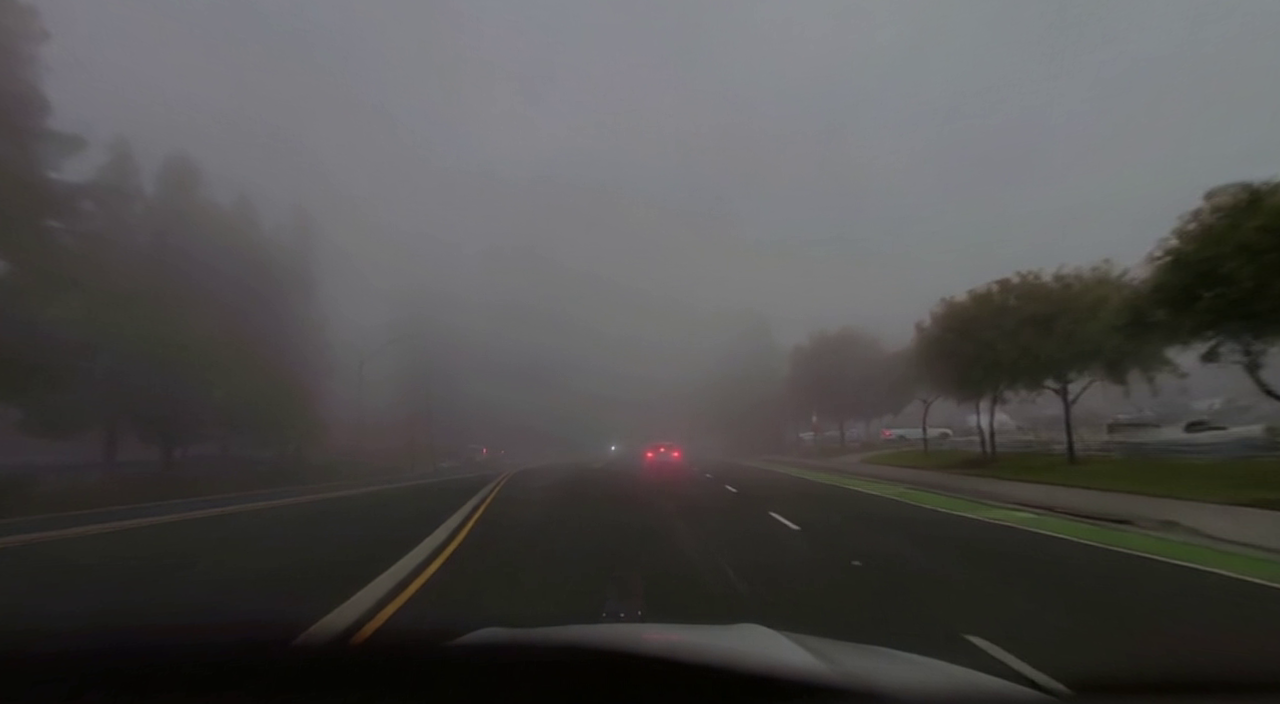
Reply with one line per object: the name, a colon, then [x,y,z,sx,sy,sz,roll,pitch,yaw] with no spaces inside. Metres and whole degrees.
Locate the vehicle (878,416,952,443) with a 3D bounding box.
vehicle: [19.925,5.671,45.948,4.359,1.849,2.152,-1,-8,3]

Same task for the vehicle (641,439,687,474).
vehicle: [1.211,5.249,31.875,2.181,1.639,4.127,0,-9,2]
